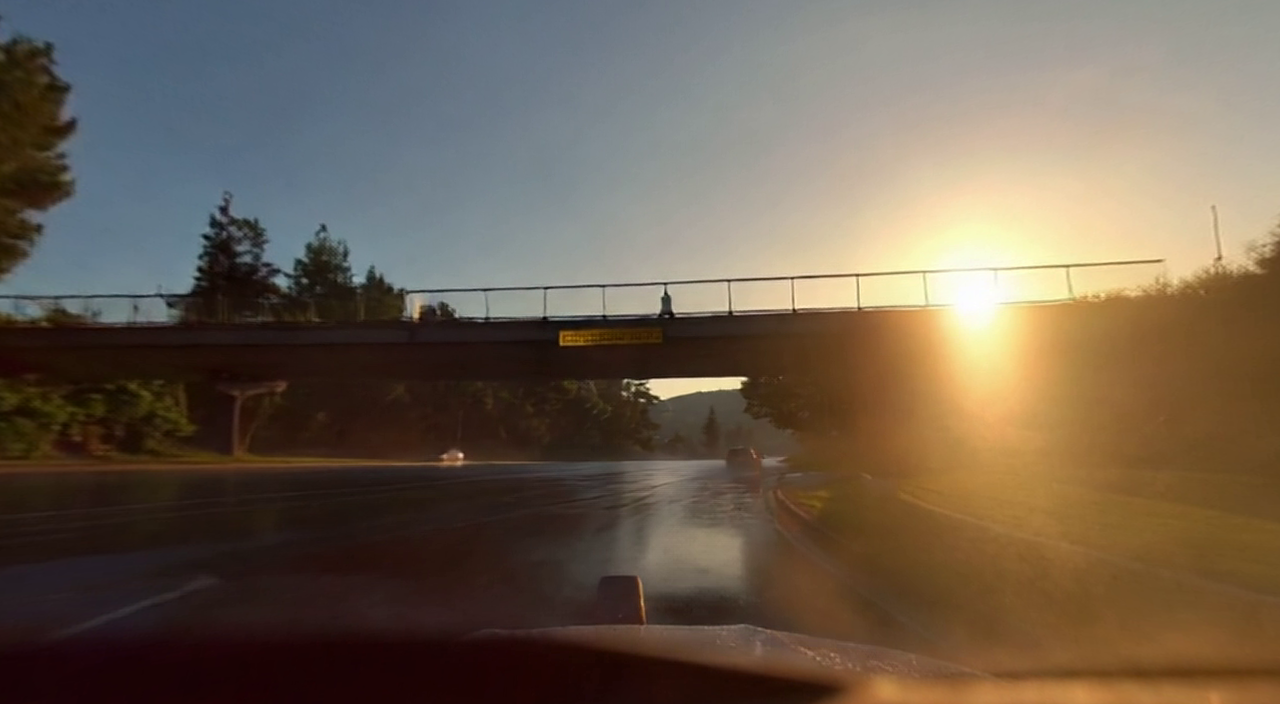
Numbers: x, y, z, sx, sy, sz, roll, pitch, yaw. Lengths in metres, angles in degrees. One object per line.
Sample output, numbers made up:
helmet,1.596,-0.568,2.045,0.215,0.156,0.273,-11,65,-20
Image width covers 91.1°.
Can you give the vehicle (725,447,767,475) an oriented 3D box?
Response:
vehicle,5.963,6.036,35.149,1.980,1.449,3.650,-3,-9,14
